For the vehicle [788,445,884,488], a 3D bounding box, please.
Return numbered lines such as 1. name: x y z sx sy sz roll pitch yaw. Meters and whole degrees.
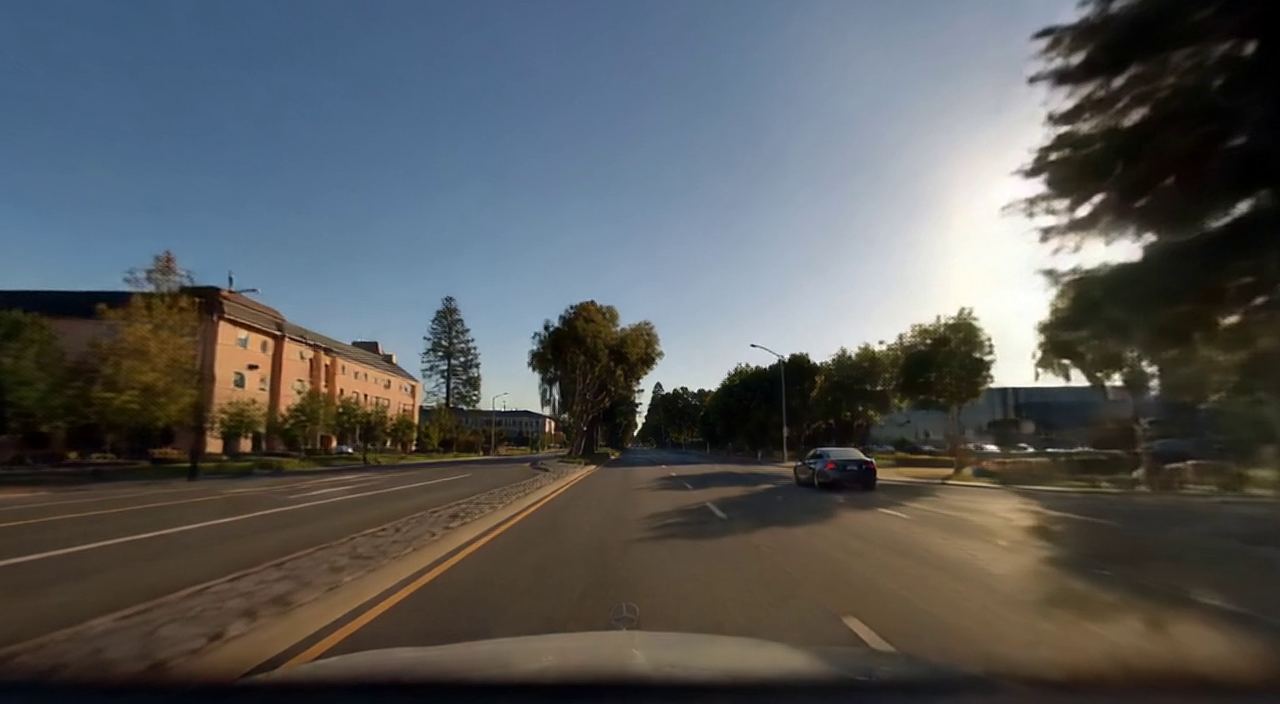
1. vehicle: 7.109 4.190 23.426 2.054 1.421 4.487 0 -8 -1
